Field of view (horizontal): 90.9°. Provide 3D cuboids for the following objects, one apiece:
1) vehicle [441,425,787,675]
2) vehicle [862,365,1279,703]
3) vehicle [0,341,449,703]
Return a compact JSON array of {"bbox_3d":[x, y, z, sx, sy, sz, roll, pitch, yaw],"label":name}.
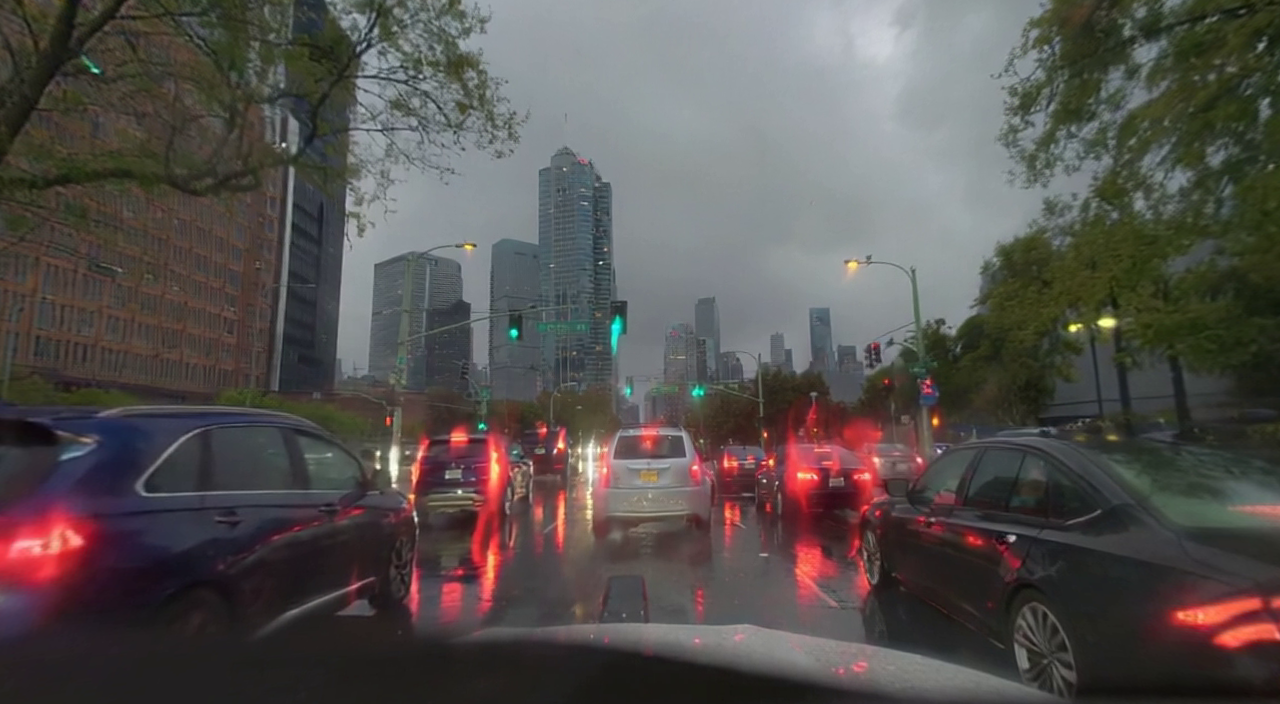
[{"bbox_3d":[-0.155,1.450,5.672,2.031,1.461,3.763,0,-8,0],"label":"vehicle"},{"bbox_3d":[3.339,1.154,4.164,2.179,1.631,4.173,0,-8,0],"label":"vehicle"},{"bbox_3d":[-3.133,1.150,4.288,2.181,1.723,4.550,0,-8,1],"label":"vehicle"}]
